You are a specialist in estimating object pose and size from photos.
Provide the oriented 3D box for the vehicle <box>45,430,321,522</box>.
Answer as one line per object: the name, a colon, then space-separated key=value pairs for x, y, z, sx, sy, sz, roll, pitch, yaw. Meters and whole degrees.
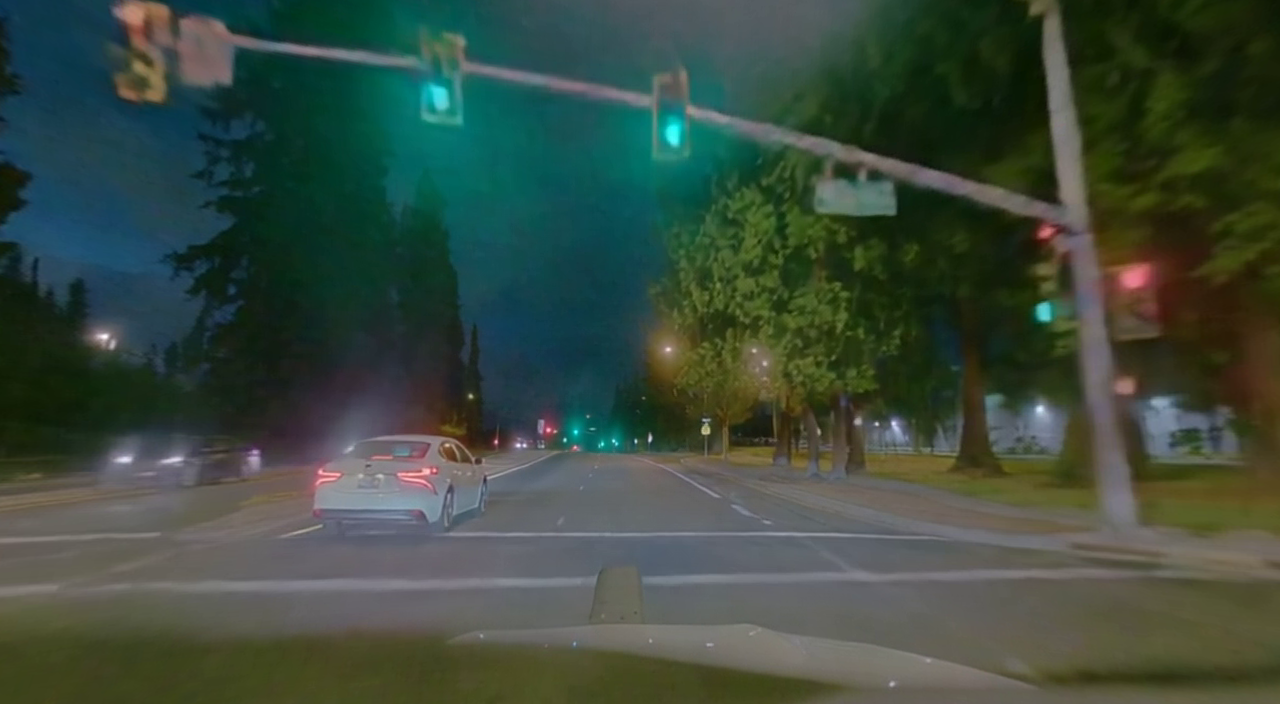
vehicle: x=-8.721 y=2.373 z=12.795 sx=2.080 sy=1.460 sz=4.756 roll=1 pitch=-8 yaw=-1

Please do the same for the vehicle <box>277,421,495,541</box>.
vehicle: x=-3.780 y=1.988 z=10.379 sx=1.915 sy=1.521 sz=4.283 roll=0 pitch=-8 yaw=-2
